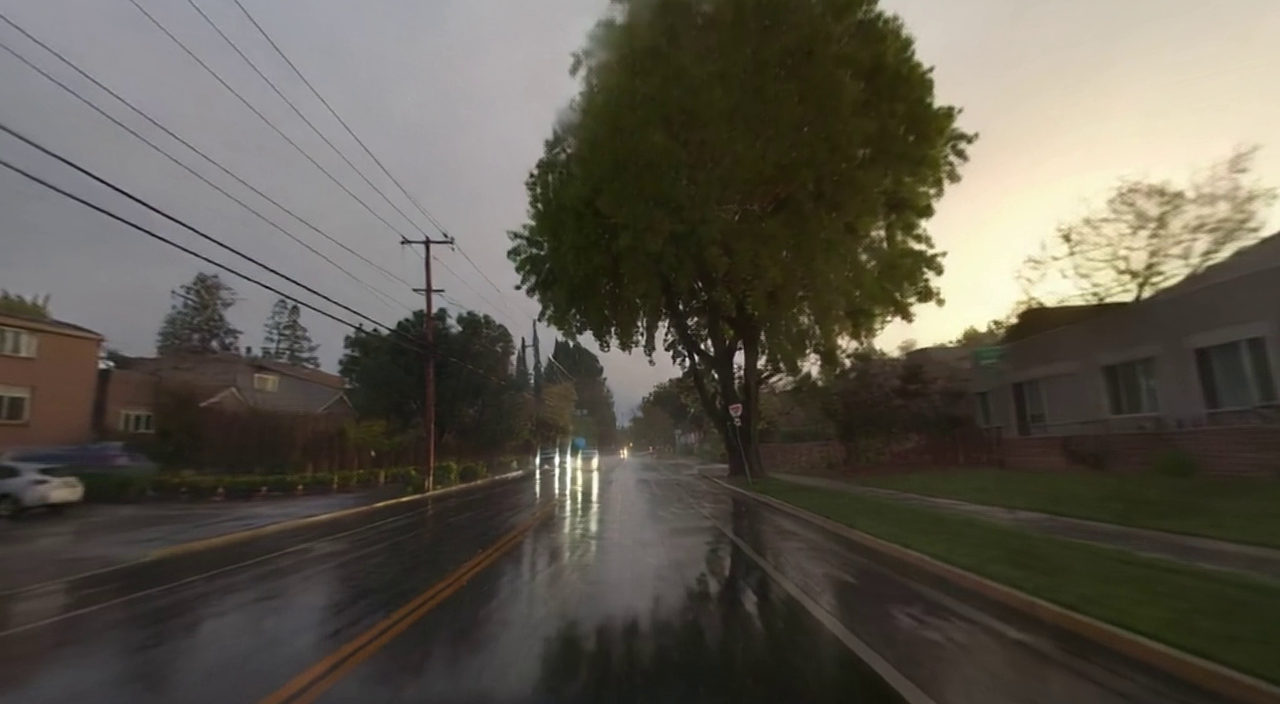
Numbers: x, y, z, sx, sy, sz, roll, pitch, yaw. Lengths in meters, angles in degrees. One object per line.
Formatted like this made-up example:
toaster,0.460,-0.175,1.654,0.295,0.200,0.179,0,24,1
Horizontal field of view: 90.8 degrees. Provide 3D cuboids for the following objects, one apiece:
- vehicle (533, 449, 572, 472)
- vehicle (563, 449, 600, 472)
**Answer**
vehicle,-6.738,8.448,49.118,2.129,1.556,4.778,-4,-9,2
vehicle,-4.004,7.555,44.045,2.033,1.502,4.240,0,-9,2
